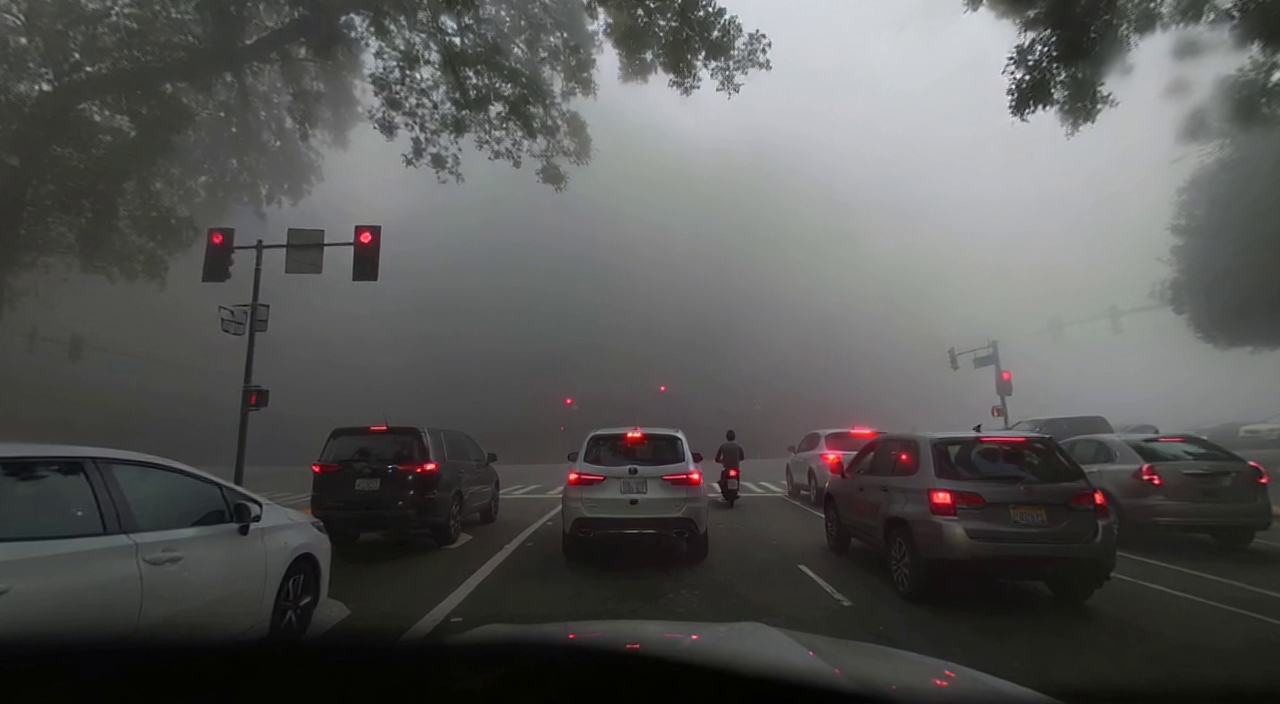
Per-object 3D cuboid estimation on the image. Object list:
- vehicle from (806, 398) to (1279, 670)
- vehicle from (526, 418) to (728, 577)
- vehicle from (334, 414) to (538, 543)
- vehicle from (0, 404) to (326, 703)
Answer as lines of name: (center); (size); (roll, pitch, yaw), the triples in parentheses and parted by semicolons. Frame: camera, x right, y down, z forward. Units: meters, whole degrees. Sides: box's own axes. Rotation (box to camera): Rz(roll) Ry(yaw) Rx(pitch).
vehicle: (3.225, 1.445, 6.187); (2.006, 1.659, 4.462); (0, -8, 1)
vehicle: (-0.100, 1.802, 8.546); (2.106, 1.655, 3.717); (0, -8, 1)
vehicle: (-3.233, 2.107, 11.154); (2.048, 1.805, 4.405); (0, -8, 1)
vehicle: (-3.352, 0.947, 2.356); (1.863, 1.495, 4.667); (0, -8, 2)
